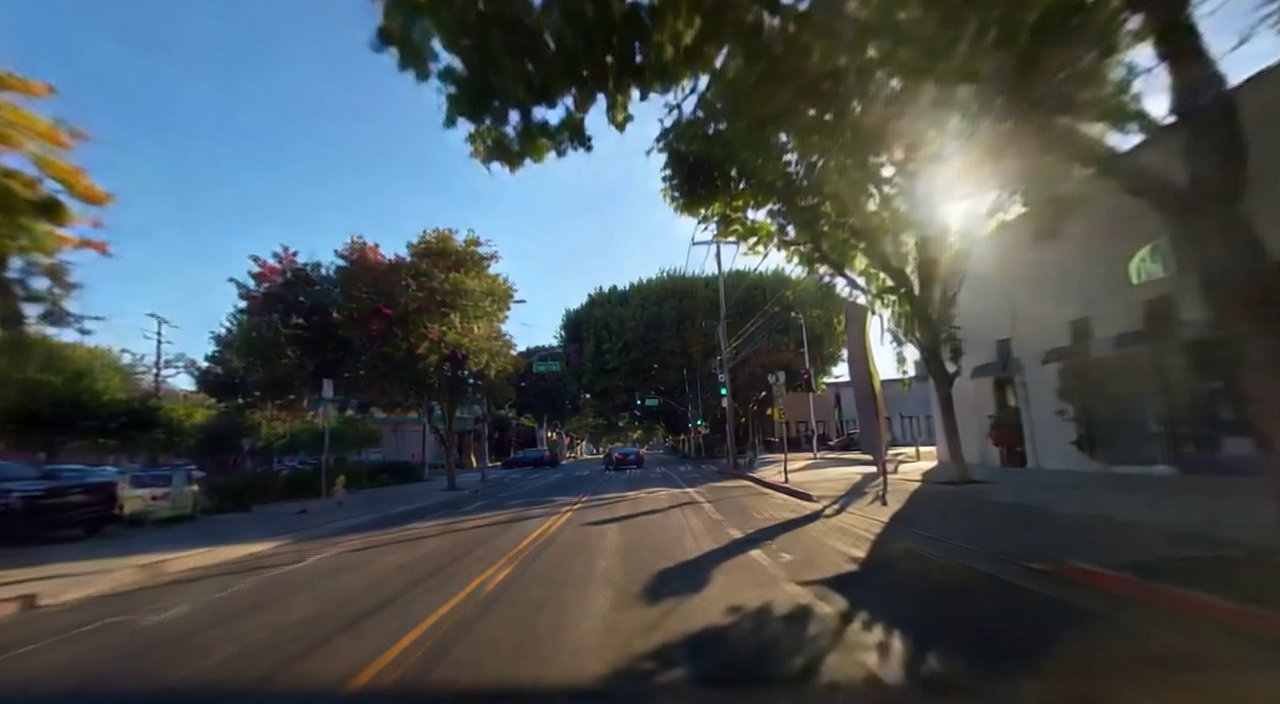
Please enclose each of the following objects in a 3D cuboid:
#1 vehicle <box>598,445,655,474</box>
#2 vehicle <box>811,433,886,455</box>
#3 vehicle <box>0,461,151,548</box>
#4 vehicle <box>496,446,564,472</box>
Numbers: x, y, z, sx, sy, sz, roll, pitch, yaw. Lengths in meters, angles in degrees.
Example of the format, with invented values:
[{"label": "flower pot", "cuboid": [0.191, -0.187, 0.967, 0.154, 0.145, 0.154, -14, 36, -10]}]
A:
[{"label": "vehicle", "cuboid": [-0.830, 5.945, 35.190, 2.118, 1.478, 4.624, 2, -9, -15]}, {"label": "vehicle", "cuboid": [14.582, 6.467, 44.359, 4.632, 1.484, 1.907, 0, -8, -1]}, {"label": "vehicle", "cuboid": [-13.058, 3.145, 13.126, 4.226, 1.575, 2.124, -4, -10, 9]}, {"label": "vehicle", "cuboid": [-7.764, 7.530, 44.664, 4.472, 1.736, 1.874, -4, -10, 27]}]
